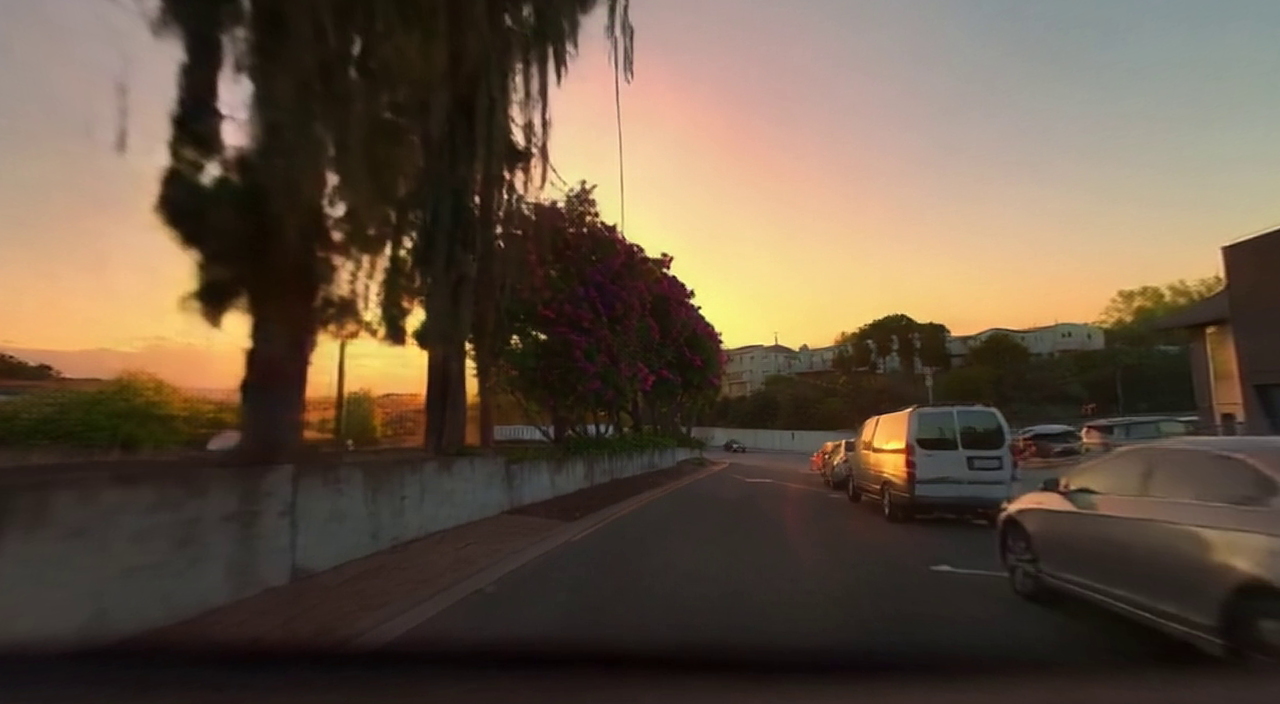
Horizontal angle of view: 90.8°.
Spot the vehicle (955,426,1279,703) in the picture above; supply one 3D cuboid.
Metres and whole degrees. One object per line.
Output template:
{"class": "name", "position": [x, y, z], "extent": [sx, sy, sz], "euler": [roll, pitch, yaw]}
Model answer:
{"class": "vehicle", "position": [3.877, 1.237, 4.035], "extent": [1.887, 1.439, 4.687], "euler": [-1, -9, 8]}

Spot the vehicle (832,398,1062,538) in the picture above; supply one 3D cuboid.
{"class": "vehicle", "position": [5.392, 2.148, 12.394], "extent": [2.291, 1.981, 6.444], "euler": [-2, -9, 10]}
